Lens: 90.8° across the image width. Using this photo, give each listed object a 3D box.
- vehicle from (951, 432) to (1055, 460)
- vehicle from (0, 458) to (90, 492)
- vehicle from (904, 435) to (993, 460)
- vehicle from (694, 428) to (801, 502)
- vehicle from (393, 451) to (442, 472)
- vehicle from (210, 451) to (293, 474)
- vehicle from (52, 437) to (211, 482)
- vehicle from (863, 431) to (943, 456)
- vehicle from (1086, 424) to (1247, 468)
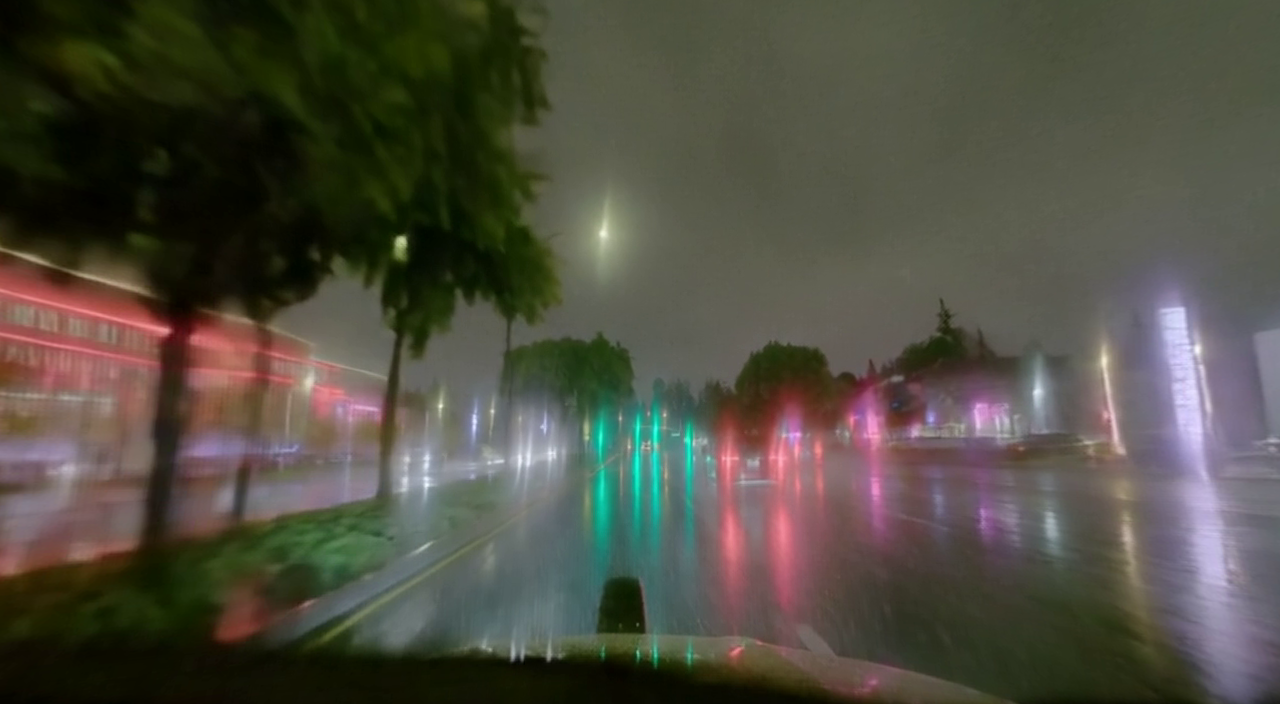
[{"bbox_3d":[19.858,5.161,34.708,4.518,1.501,1.902,0,-8,0],"label":"vehicle"},{"bbox_3d":[-29.040,5.756,29.683,4.583,1.531,1.845,0,-9,0],"label":"vehicle"},{"bbox_3d":[19.075,5.938,39.200,4.418,1.461,2.002,0,-9,-3],"label":"vehicle"},{"bbox_3d":[2.648,2.920,16.657,1.963,1.677,4.229,0,-9,-1],"label":"vehicle"},{"bbox_3d":[-16.505,8.147,47.122,1.955,1.428,4.606,0,-9,0],"label":"vehicle"},{"bbox_3d":[-29.877,8.499,48.718,4.941,1.444,2.122,-2,-9,-3],"label":"vehicle"},{"bbox_3d":[-30.474,6.430,38.102,6.938,2.556,2.792,0,-9,-3],"label":"vehicle"},{"bbox_3d":[19.602,6.834,47.263,4.975,1.786,2.223,-1,-9,3],"label":"vehicle"},{"bbox_3d":[19.793,3.562,23.917,4.227,1.567,2.034,0,-9,1],"label":"vehicle"}]
